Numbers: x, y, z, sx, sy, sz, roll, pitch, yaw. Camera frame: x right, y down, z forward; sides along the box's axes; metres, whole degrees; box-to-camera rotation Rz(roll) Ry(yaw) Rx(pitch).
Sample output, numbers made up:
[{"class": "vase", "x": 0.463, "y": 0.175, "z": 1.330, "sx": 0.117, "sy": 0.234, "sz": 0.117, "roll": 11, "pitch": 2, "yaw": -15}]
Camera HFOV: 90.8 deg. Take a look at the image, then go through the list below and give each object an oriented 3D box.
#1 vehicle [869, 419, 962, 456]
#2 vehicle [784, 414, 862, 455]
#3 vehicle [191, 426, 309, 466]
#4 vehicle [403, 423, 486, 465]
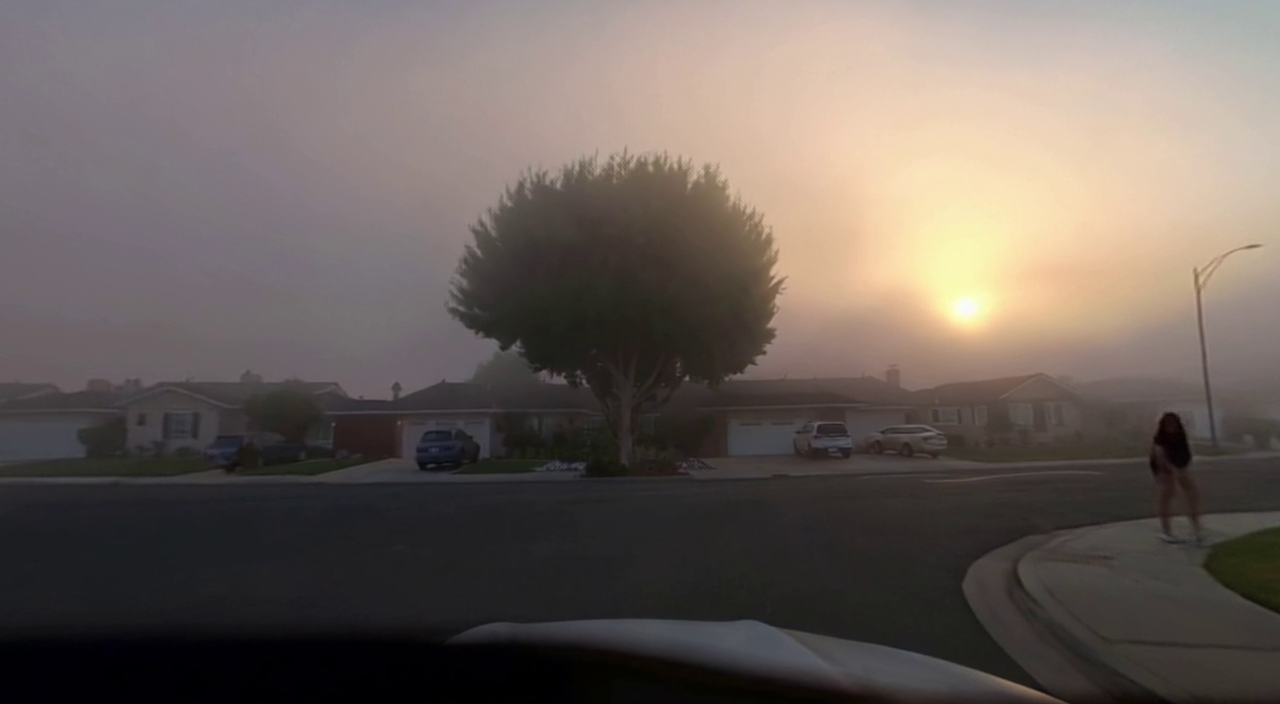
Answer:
[{"class": "vehicle", "x": 12.359, "y": 3.916, "z": 28.656, "sx": 1.873, "sy": 1.556, "sz": 4.216, "roll": 1, "pitch": -9, "yaw": -8}, {"class": "vehicle", "x": 8.357, "y": 3.872, "z": 29.280, "sx": 1.937, "sy": 1.731, "sz": 4.179, "roll": 1, "pitch": -9, "yaw": -6}, {"class": "vehicle", "x": -17.811, "y": 4.332, "z": 29.145, "sx": 1.942, "sy": 1.700, "sz": 4.478, "roll": -2, "pitch": -9, "yaw": 13}, {"class": "vehicle", "x": -8.325, "y": 4.017, "z": 27.425, "sx": 1.942, "sy": 1.651, "sz": 4.655, "roll": 0, "pitch": -8, "yaw": 2}]
